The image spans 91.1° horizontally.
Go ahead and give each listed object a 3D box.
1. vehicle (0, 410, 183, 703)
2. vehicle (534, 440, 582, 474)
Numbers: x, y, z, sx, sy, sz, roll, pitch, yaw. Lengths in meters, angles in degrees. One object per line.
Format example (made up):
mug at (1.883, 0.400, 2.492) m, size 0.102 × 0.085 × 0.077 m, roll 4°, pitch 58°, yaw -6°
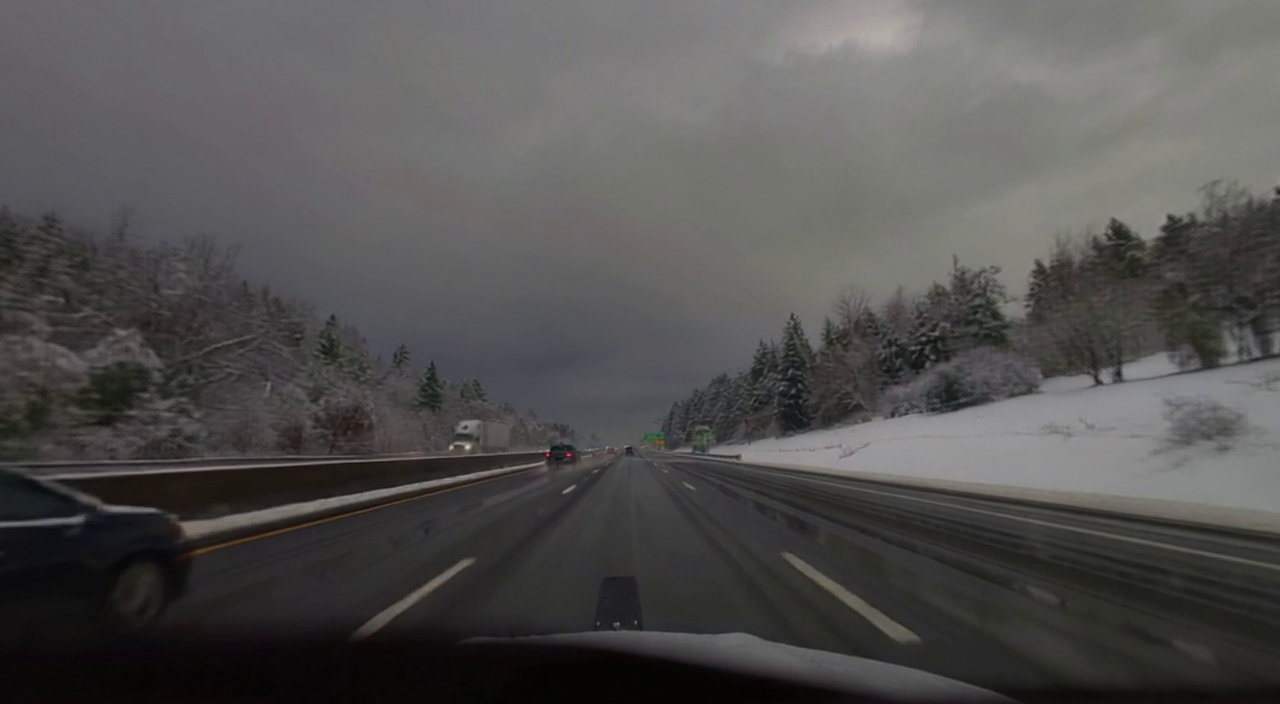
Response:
vehicle at (-4.174, 0.898, 2.093) m, size 2.018 × 1.497 × 4.399 m, roll 0°, pitch -9°, yaw -1°
vehicle at (-4.464, 5.797, 34.932) m, size 2.111 × 1.717 × 4.426 m, roll 0°, pitch -9°, yaw 0°
